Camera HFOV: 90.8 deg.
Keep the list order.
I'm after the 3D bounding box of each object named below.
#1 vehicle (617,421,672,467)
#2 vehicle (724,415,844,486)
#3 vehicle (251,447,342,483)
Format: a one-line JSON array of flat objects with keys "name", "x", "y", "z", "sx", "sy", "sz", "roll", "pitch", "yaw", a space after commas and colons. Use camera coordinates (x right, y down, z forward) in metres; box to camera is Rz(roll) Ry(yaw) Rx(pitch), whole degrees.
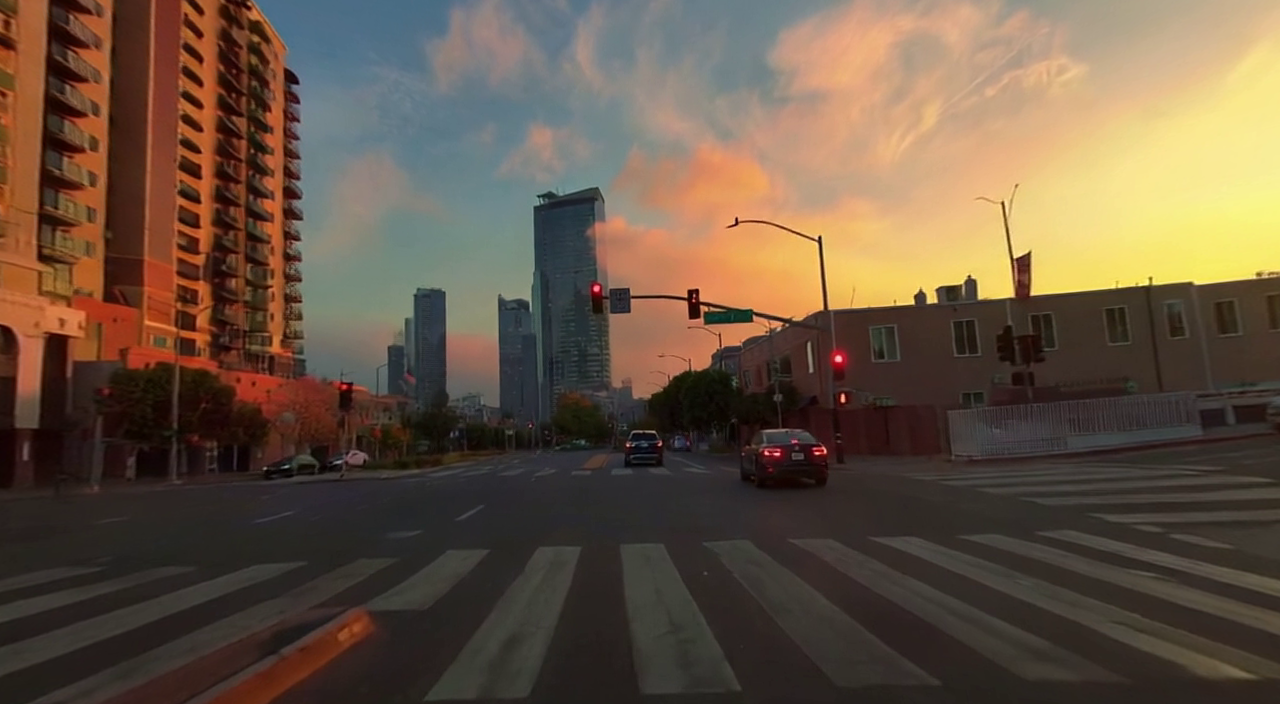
[{"name": "vehicle", "x": 0.199, "y": 3.926, "z": 26.954, "sx": 2.168, "sy": 1.776, "sz": 4.135, "roll": 0, "pitch": -9, "yaw": 1}, {"name": "vehicle", "x": 3.476, "y": 2.510, "z": 16.210, "sx": 1.987, "sy": 1.538, "sz": 4.510, "roll": 0, "pitch": -8, "yaw": 0}, {"name": "vehicle", "x": -17.236, "y": 5.660, "z": 32.004, "sx": 2.011, "sy": 1.630, "sz": 4.541, "roll": 0, "pitch": -8, "yaw": 1}]
